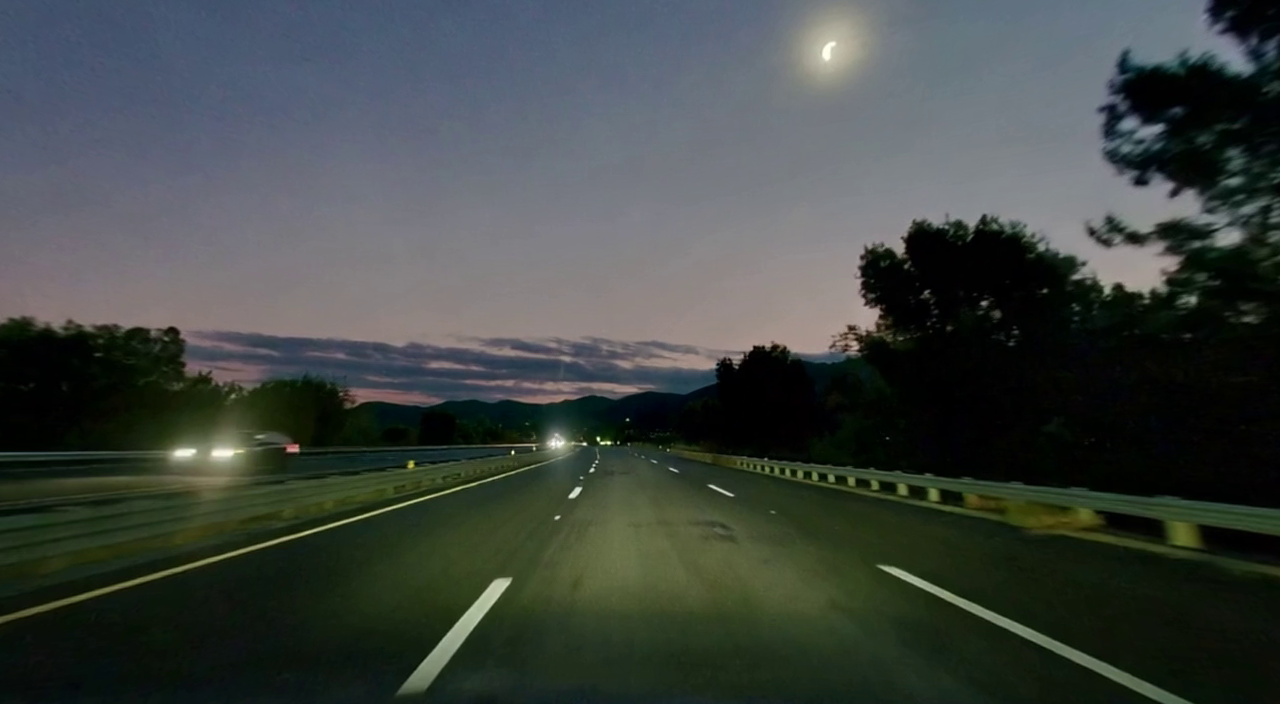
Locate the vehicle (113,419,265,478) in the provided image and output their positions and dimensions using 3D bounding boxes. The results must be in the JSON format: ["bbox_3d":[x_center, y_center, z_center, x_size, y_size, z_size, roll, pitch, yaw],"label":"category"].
[{"bbox_3d":[-13.057,2.829,18.551,1.841,1.529,3.778,0,-8,-4],"label":"vehicle"}]
